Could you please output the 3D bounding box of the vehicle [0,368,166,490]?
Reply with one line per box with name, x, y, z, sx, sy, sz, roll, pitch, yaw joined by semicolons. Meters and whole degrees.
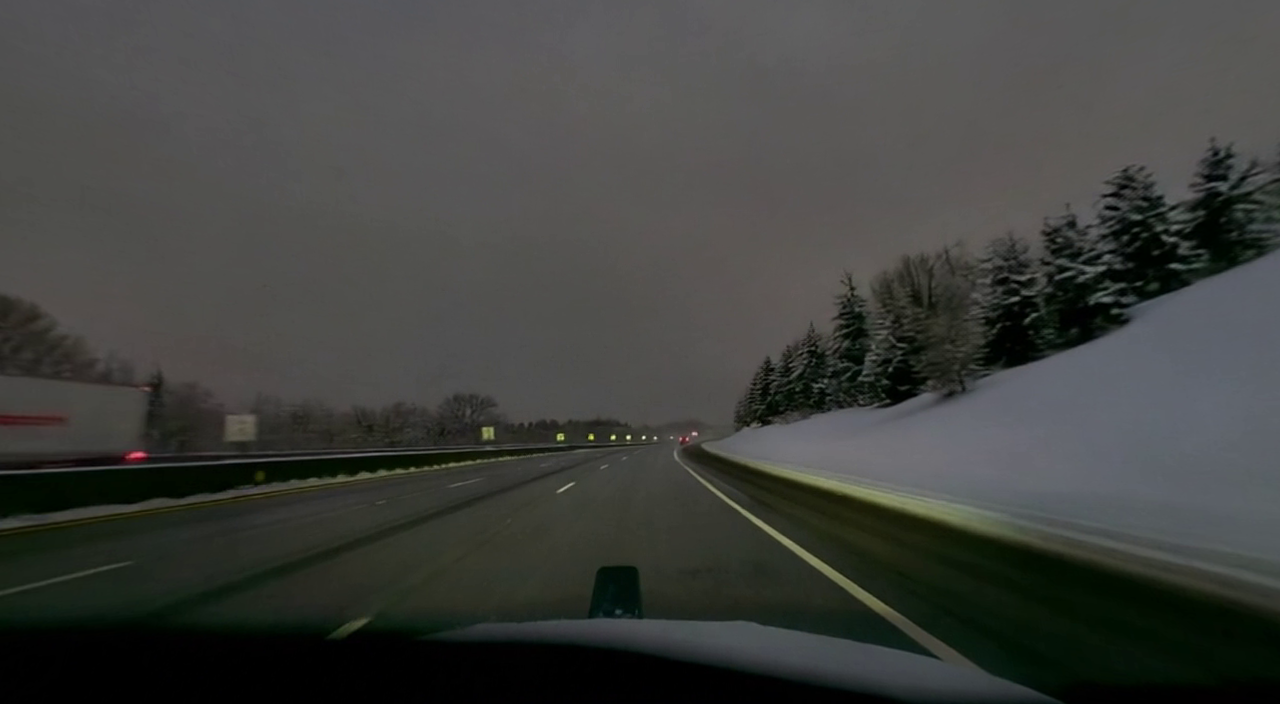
vehicle;-22.964;2.659;21.656;2.898;4.073;13.286;0;-8;1
